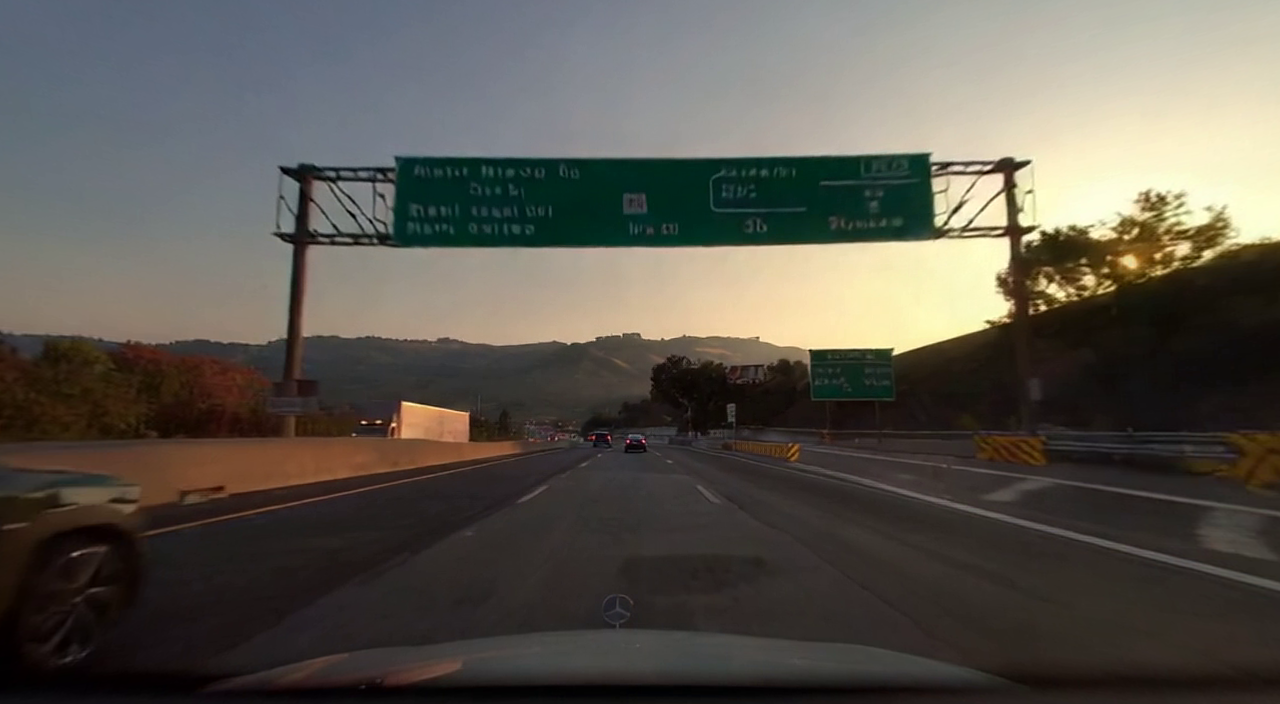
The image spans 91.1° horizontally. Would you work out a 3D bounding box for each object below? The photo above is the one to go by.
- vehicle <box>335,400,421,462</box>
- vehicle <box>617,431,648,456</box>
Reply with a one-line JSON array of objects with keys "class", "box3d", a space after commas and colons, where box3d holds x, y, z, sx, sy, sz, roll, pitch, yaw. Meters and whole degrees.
[{"class": "vehicle", "box3d": [-17.148, 5.248, 41.678, 2.989, 3.797, 6.153, 0, -8, -1]}, {"class": "vehicle", "box3d": [-0.560, 6.129, 42.410, 1.984, 1.586, 3.866, 0, -8, -2]}]
